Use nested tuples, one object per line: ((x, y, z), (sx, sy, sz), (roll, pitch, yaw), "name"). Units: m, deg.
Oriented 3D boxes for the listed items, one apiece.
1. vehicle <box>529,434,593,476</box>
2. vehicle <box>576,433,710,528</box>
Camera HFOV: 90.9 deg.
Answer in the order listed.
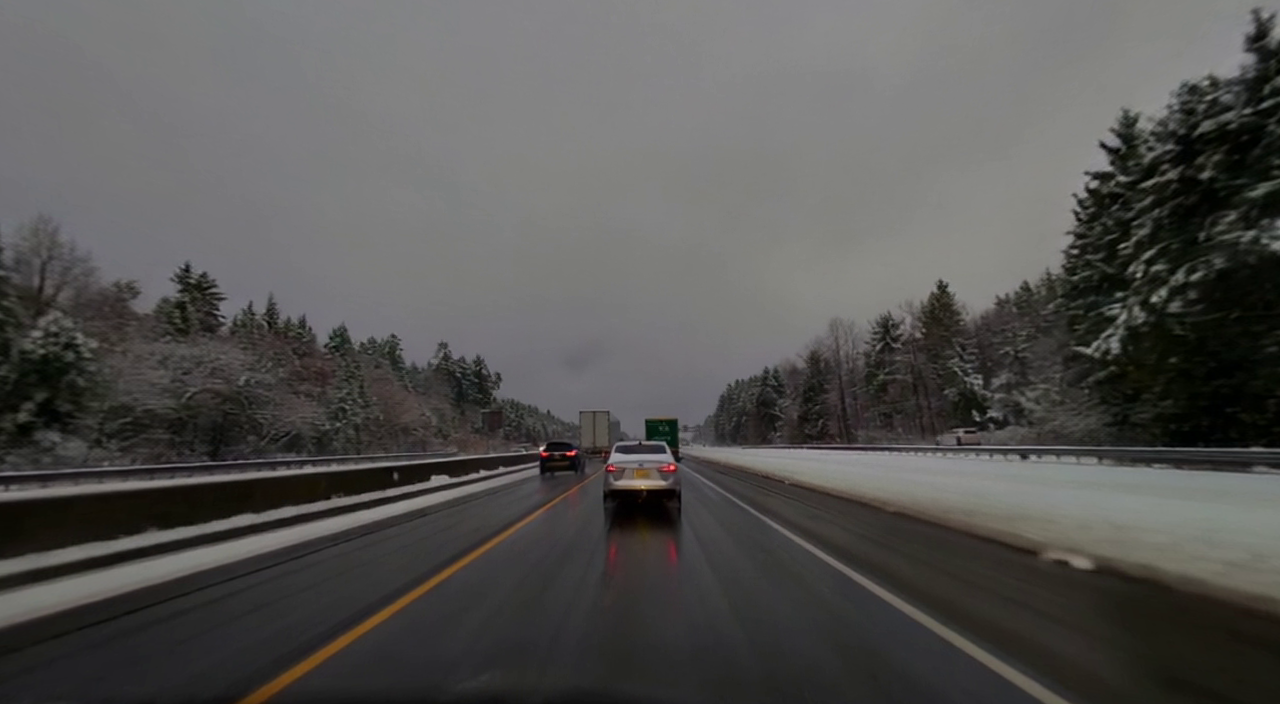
((-3.437, 4.612, 28.230), (2.177, 1.699, 4.431), (0, -9, 2), "vehicle")
((0.015, 2.292, 11.721), (2.057, 1.449, 3.931), (0, -9, -1), "vehicle")
